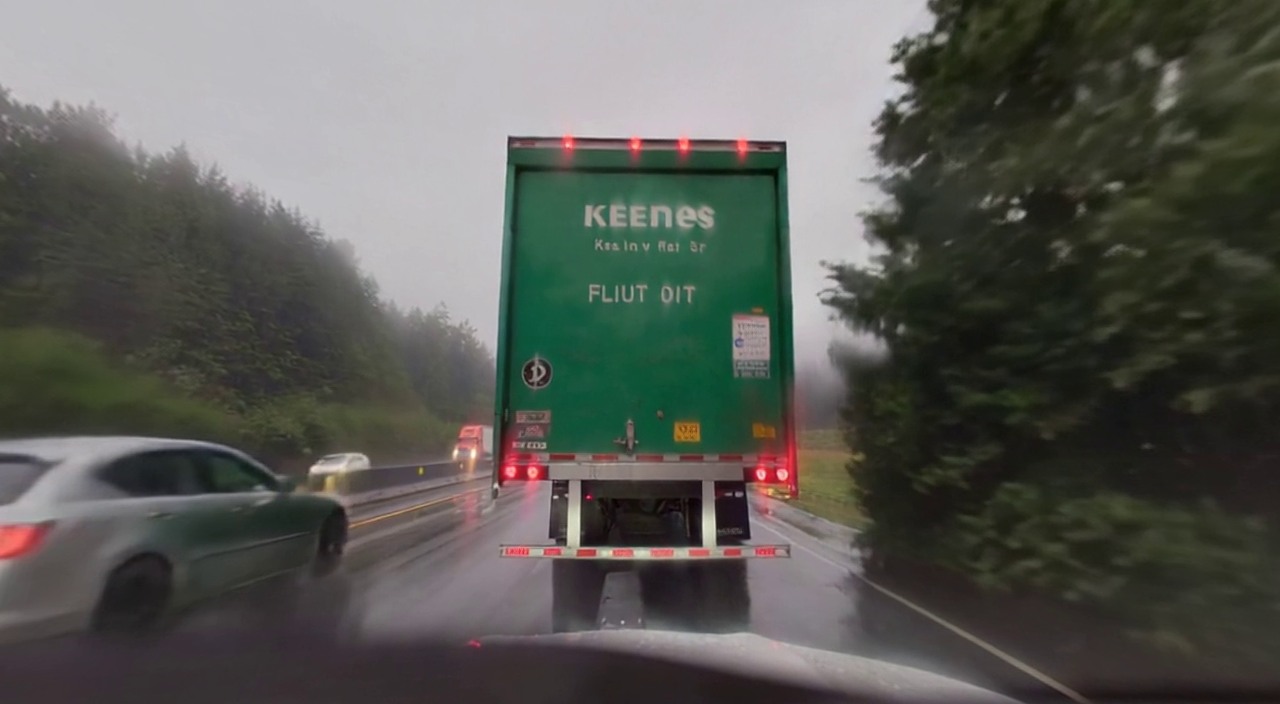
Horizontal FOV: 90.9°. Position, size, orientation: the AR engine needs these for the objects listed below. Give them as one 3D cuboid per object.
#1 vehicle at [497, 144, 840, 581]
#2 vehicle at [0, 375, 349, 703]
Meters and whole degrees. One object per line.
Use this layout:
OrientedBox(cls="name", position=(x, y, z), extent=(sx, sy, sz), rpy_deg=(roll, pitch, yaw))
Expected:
OrientedBox(cls="vehicle", position=(0.125, 1.113, 13.387), extent=(3.230, 4.377, 14.405), rpy_deg=(0, -9, -1))
OrientedBox(cls="vehicle", position=(-3.819, 1.084, 3.814), extent=(2.095, 1.600, 4.247), rpy_deg=(0, -9, -1))
